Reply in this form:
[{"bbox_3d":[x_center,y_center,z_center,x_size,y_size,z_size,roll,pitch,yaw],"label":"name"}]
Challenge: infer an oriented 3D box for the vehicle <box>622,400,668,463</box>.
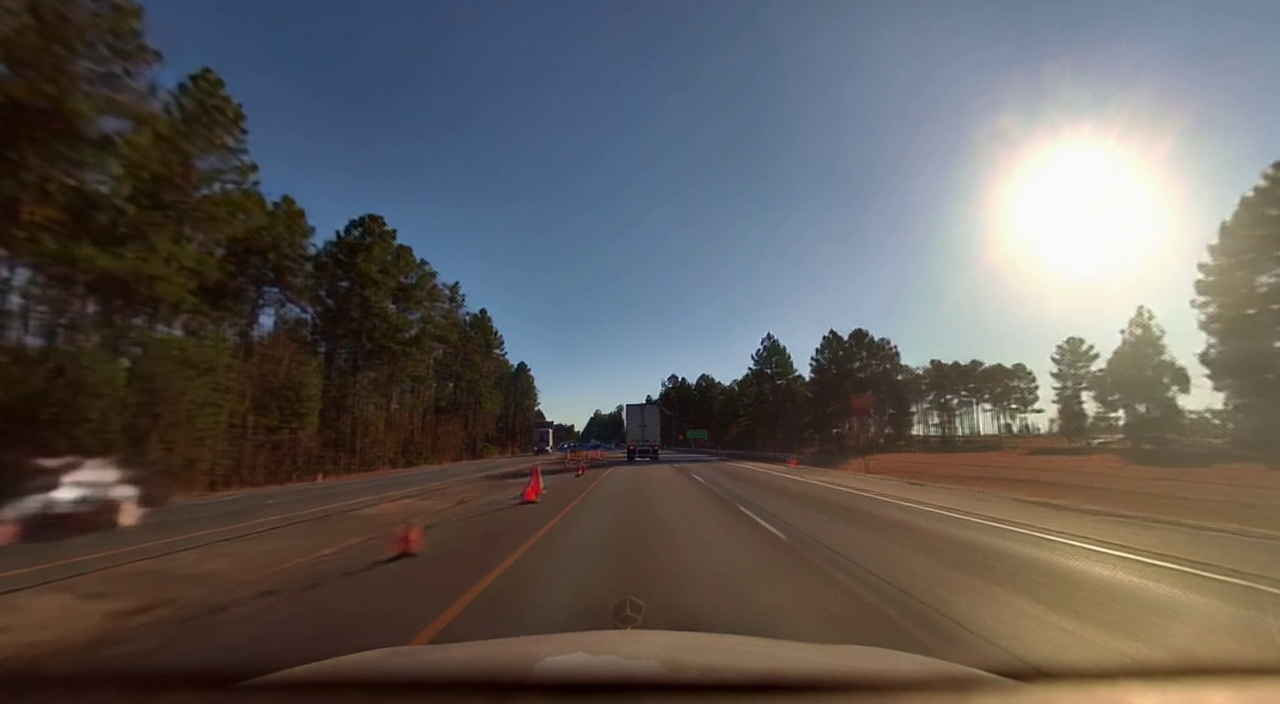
[{"bbox_3d":[0.174,5.959,46.562,2.935,4.068,11.036,0,-8,-1],"label":"vehicle"}]
